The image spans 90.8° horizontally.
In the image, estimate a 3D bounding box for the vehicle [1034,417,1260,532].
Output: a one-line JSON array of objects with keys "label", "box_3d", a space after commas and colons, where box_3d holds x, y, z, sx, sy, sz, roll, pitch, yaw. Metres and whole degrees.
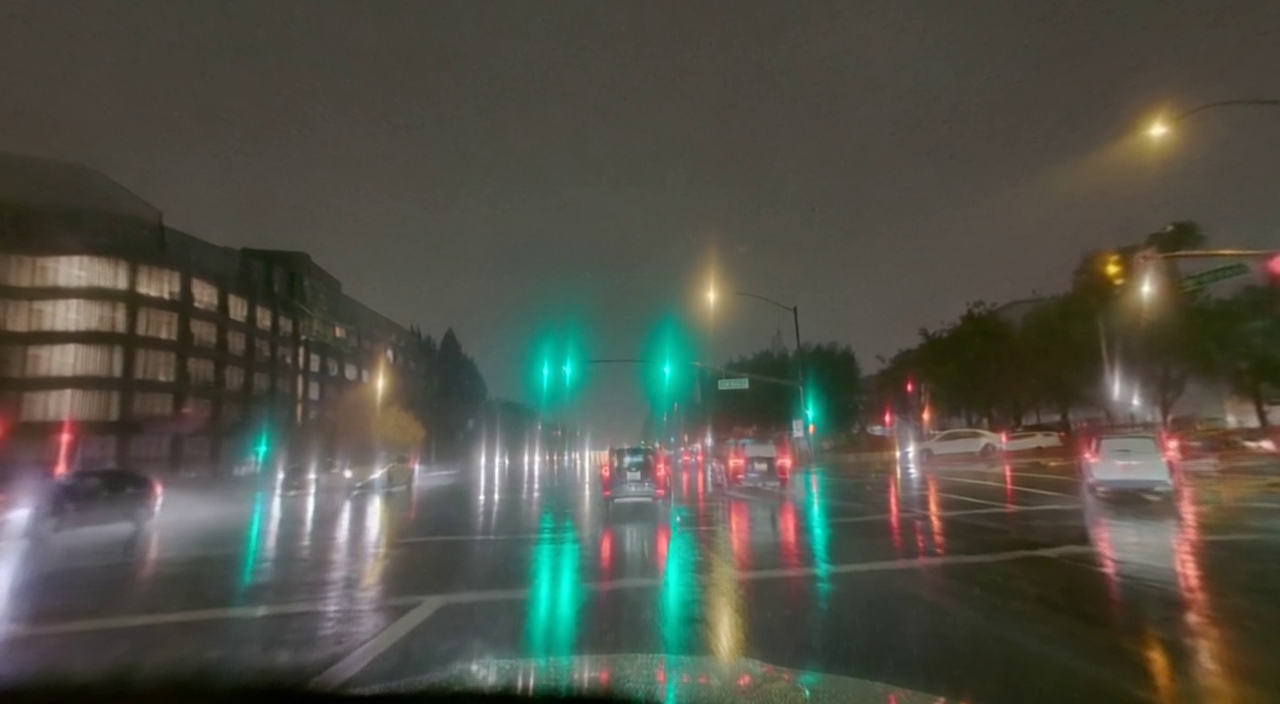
[{"label": "vehicle", "box_3d": [9.277, 2.229, 12.112, 2.039, 1.760, 4.319, -3, -9, 21]}]

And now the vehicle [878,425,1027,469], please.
[{"label": "vehicle", "box_3d": [15.129, 4.654, 31.006, 6.013, 2.030, 2.461, -2, -9, 12]}]

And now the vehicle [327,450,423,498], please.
[{"label": "vehicle", "box_3d": [-11.253, 5.179, 27.255, 2.078, 1.795, 4.636, 0, -8, 1]}]

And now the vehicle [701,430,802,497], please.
[{"label": "vehicle", "box_3d": [3.207, 3.321, 19.187, 2.107, 1.773, 4.557, 0, -8, -1]}]

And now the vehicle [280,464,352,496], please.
[{"label": "vehicle", "box_3d": [-18.302, 7.223, 35.903, 1.840, 1.511, 4.229, 0, -8, 0]}]

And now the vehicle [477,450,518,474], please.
[{"label": "vehicle", "box_3d": [-11.055, 8.576, 49.498, 2.102, 1.758, 4.532, 0, -8, 1]}]

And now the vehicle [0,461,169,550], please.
[{"label": "vehicle", "box_3d": [-14.841, 3.781, 16.197, 1.908, 1.797, 4.620, 0, -8, 1]}]

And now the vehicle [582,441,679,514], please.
[{"label": "vehicle", "box_3d": [-0.254, 2.925, 15.237, 2.034, 1.500, 3.966, 0, -8, -1]}]
